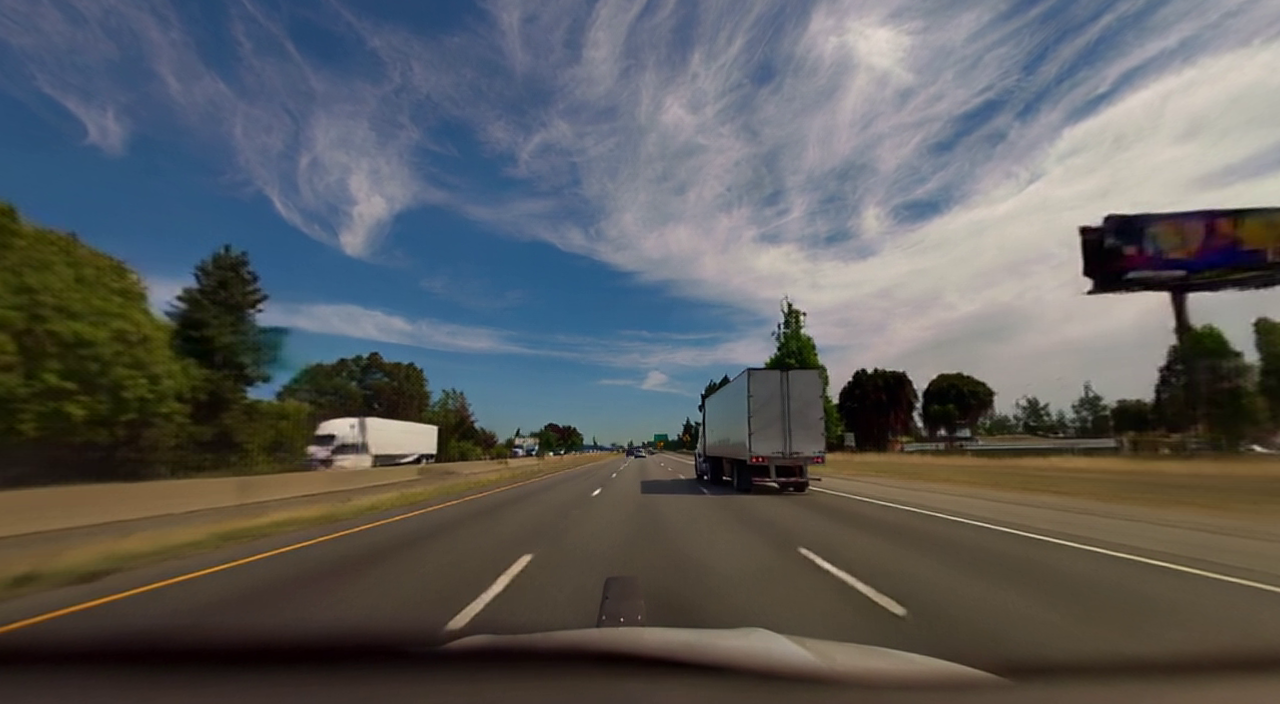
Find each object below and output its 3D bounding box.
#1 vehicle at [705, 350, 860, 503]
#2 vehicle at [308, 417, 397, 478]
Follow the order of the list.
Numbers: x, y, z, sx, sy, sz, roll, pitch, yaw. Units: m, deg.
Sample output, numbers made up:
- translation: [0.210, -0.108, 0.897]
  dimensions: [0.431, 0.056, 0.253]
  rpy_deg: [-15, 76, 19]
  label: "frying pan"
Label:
- translation: [4.633, 3.012, 23.978]
  dimensions: [3.058, 4.312, 12.251]
  rpy_deg: [0, -9, 0]
  label: "vehicle"
- translation: [-20.477, 6.872, 45.416]
  dimensions: [3.367, 4.049, 6.073]
  rpy_deg: [0, -9, 0]
  label: "vehicle"
